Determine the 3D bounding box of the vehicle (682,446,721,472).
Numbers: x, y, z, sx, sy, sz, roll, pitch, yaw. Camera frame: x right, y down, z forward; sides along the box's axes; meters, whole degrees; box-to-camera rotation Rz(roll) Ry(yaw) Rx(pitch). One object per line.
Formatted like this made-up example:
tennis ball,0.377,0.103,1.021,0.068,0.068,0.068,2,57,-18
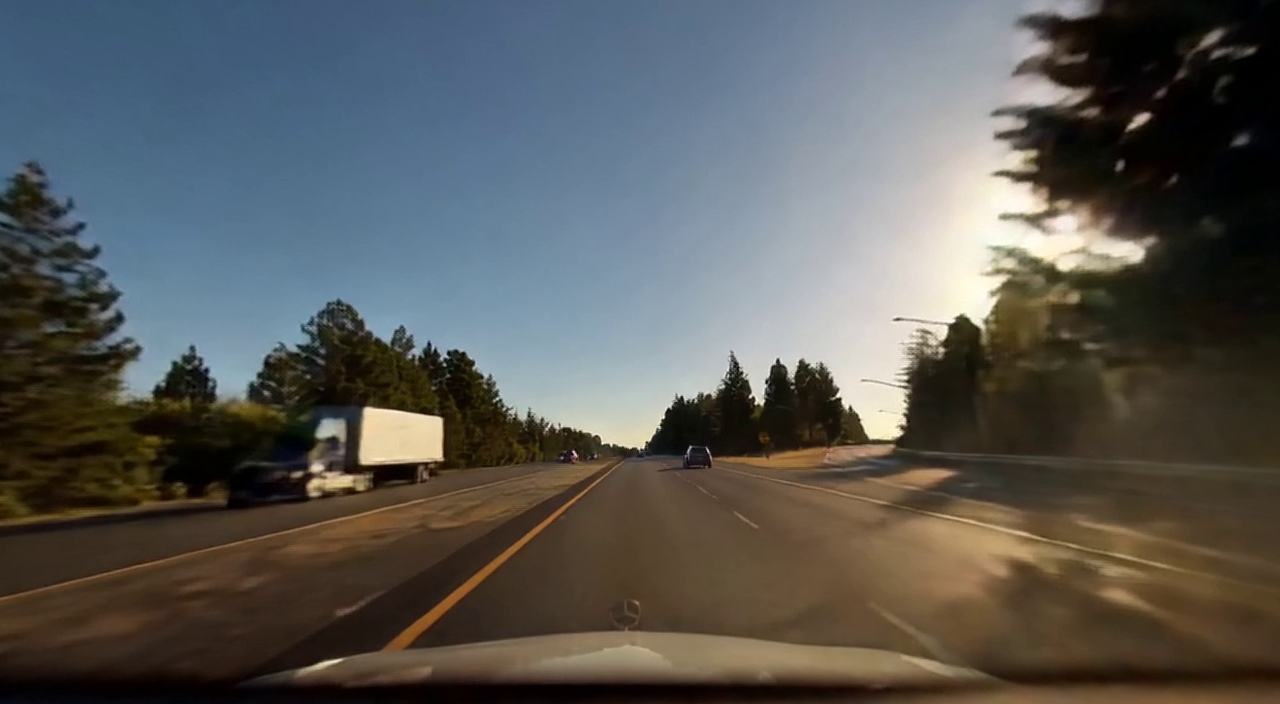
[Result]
vehicle,3.865,6.826,40.343,2.013,1.584,3.995,0,-9,-1

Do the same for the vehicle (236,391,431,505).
vehicle,-12.976,4.357,28.641,2.904,4.097,11.763,0,-9,0
